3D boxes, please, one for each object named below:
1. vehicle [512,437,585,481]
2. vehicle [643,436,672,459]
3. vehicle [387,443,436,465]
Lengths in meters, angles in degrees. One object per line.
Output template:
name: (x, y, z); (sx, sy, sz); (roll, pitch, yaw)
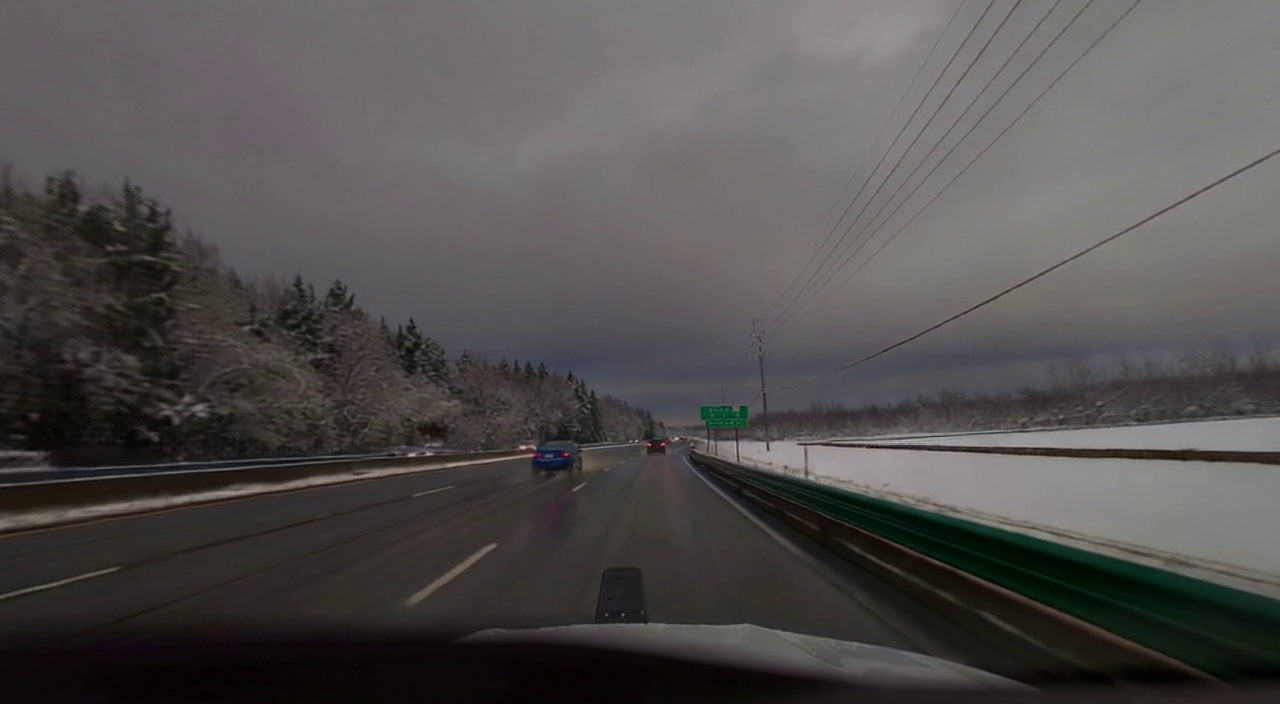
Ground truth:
vehicle: (-3.397, 4.036, 24.179); (2.021, 1.515, 4.453); (0, -8, 2)
vehicle: (1.368, 7.449, 49.189); (2.176, 1.725, 4.182); (0, -8, 2)
vehicle: (-15.642, 7.004, 43.304); (1.804, 1.419, 3.775); (0, -8, 2)
